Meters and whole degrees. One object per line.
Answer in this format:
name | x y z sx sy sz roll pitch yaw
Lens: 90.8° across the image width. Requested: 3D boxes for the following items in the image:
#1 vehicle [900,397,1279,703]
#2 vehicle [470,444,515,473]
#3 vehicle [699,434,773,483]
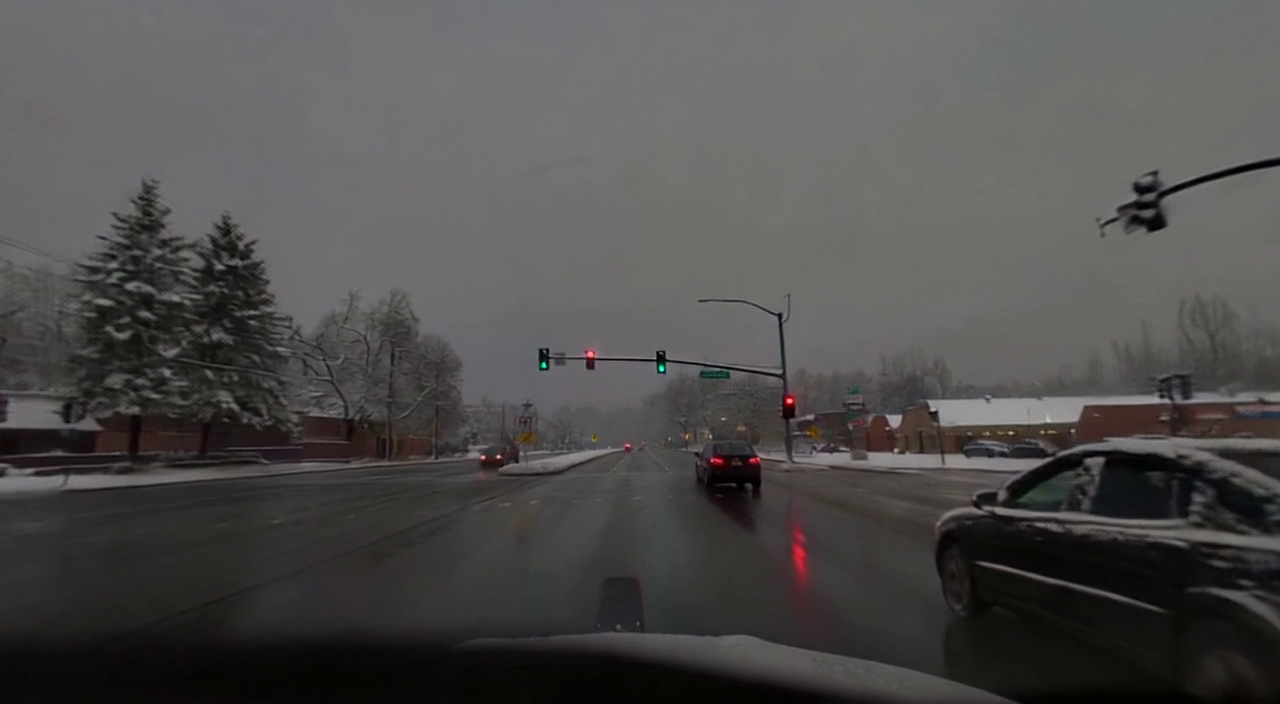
vehicle | 3.280 1.038 3.236 2.004 1.455 4.417 0 -8 0
vehicle | -9.097 6.561 39.324 1.816 1.478 4.404 -2 -6 -1
vehicle | 3.628 4.110 24.671 2.128 1.699 4.222 0 -8 -1
